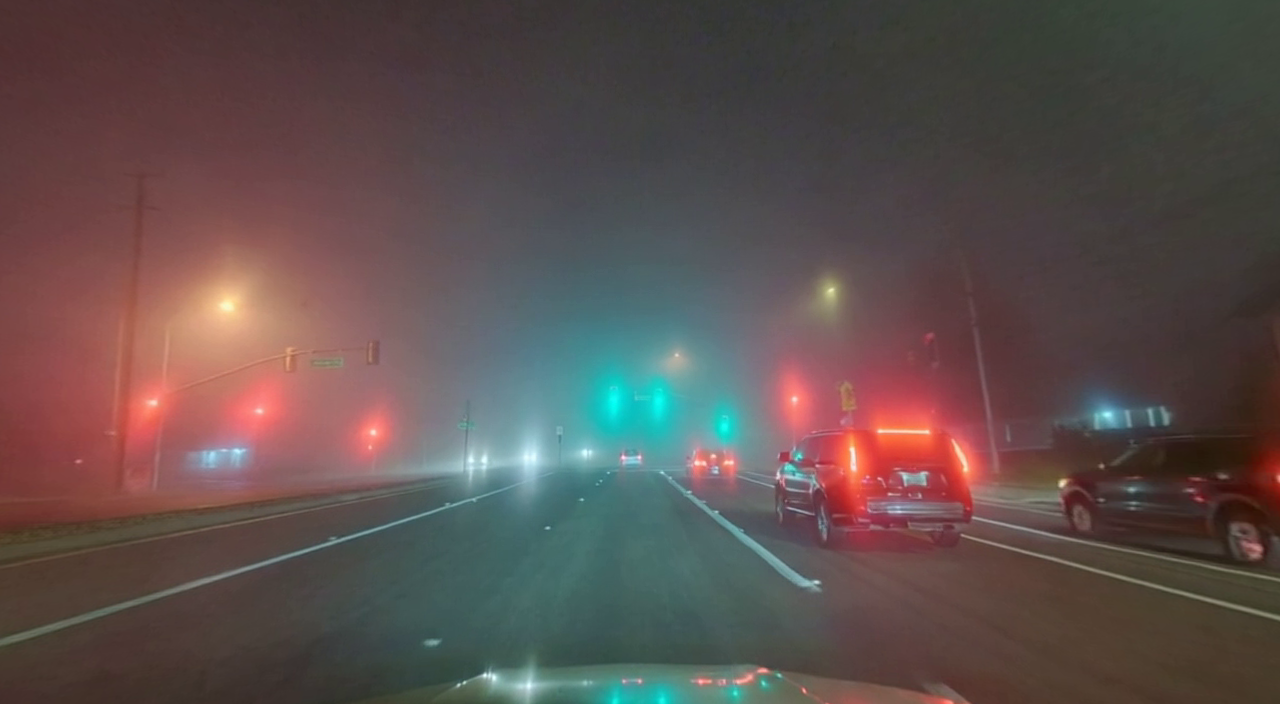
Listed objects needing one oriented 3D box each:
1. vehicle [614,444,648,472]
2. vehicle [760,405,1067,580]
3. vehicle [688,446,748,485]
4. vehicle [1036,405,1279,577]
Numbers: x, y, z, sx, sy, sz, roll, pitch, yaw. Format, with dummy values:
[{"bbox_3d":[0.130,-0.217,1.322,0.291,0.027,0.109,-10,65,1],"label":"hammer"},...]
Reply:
[{"bbox_3d":[-0.646,6.952,41.494,2.146,1.685,4.003,0,-9,-2],"label":"vehicle"},{"bbox_3d":[3.238,1.783,8.790,2.129,1.761,4.610,0,-9,-1],"label":"vehicle"},{"bbox_3d":[3.115,4.615,26.011,1.889,1.451,4.180,0,-9,-1],"label":"vehicle"},{"bbox_3d":[7.621,1.652,7.964,2.172,1.745,4.608,0,-9,0],"label":"vehicle"}]
